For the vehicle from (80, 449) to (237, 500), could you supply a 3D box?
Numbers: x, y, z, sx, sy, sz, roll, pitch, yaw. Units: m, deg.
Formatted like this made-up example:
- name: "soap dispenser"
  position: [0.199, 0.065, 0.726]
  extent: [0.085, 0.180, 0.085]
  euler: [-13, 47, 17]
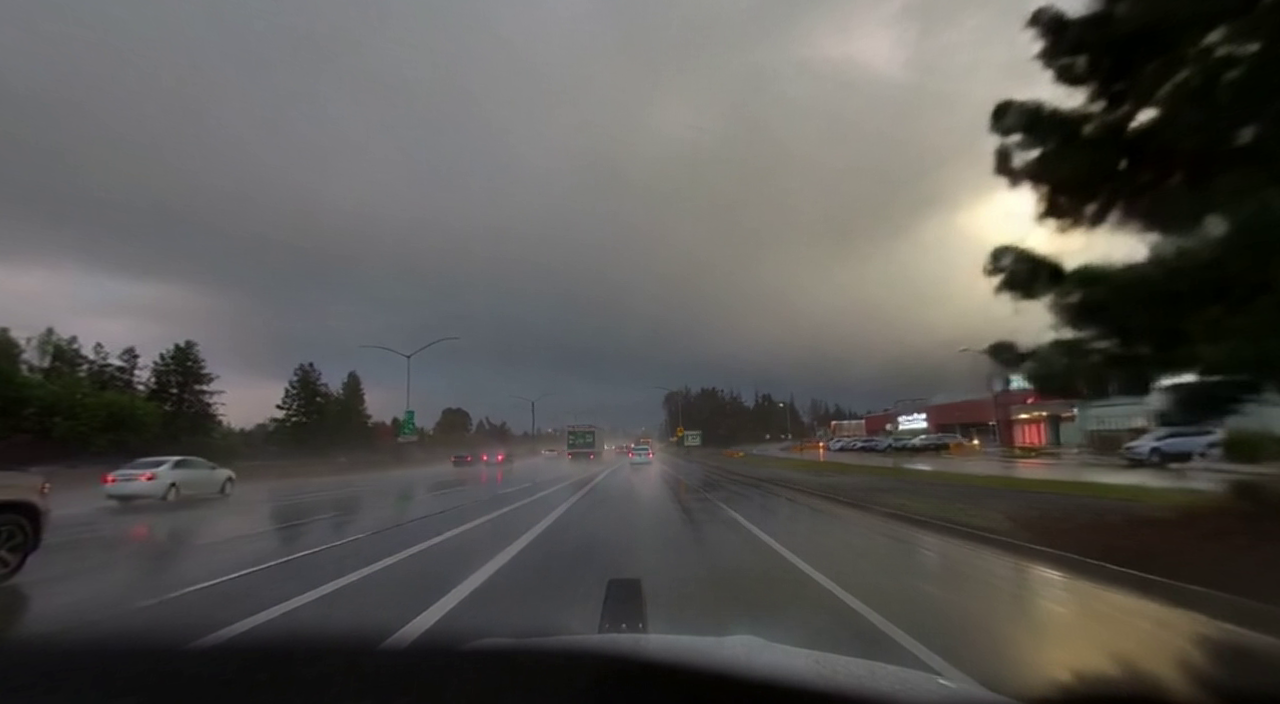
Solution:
- name: "vehicle"
  position: [-18.324, 4.635, 24.397]
  extent: [2.076, 1.709, 4.893]
  euler: [-1, -8, 2]

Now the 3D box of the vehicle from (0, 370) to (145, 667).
- name: "vehicle"
  position: [-5.048, 0.836, 2.584]
  extent: [2.200, 1.793, 4.586]
  euler: [0, -8, 2]

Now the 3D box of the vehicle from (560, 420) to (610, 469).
- name: "vehicle"
  position: [-4.164, 7.231, 49.361]
  extent: [2.796, 3.426, 8.553]
  euler: [-1, -8, 2]

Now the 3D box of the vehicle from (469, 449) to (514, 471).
- name: "vehicle"
  position: [-10.799, 7.903, 46.274]
  extent: [1.928, 1.480, 4.823]
  euler: [-1, -8, 2]

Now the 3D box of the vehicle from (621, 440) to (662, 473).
- name: "vehicle"
  position: [0.108, 6.108, 37.280]
  extent: [2.227, 1.794, 4.646]
  euler: [0, -8, 1]
